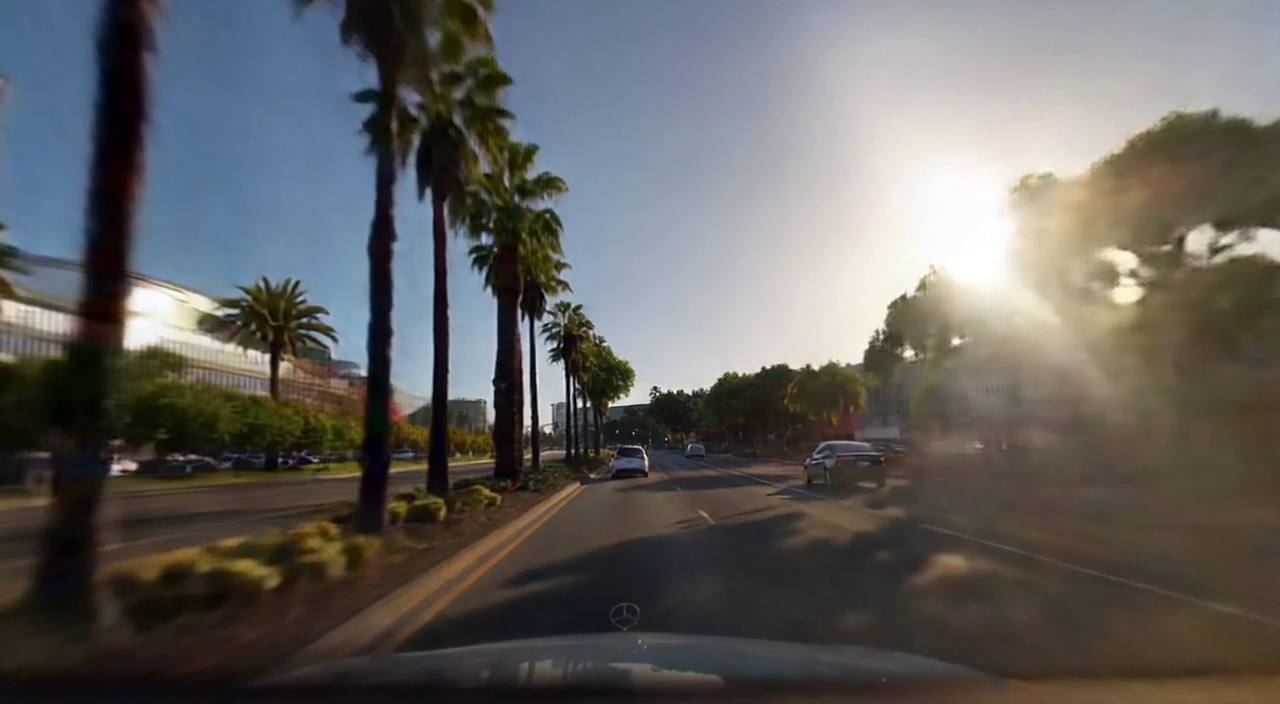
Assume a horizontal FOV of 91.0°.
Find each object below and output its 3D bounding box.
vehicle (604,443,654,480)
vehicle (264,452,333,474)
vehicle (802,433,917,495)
[{"bbox_3d":[-0.441,4.560,26.500,1.970,1.402,3.756,0,-8,0],"label":"vehicle"},{"bbox_3d":[-24.463,7.928,45.111,3.898,1.459,1.680,1,-8,-2],"label":"vehicle"},{"bbox_3d":[6.408,3.304,18.926,1.949,1.647,3.894,0,-8,-2],"label":"vehicle"}]
